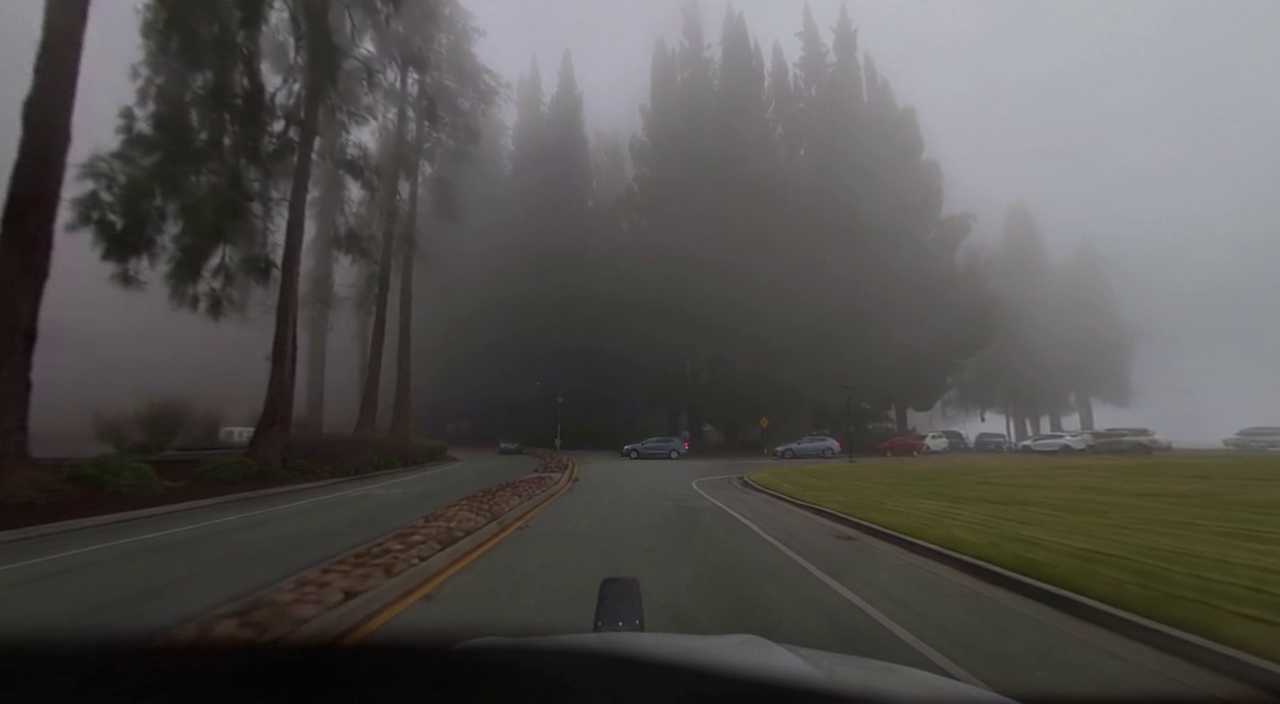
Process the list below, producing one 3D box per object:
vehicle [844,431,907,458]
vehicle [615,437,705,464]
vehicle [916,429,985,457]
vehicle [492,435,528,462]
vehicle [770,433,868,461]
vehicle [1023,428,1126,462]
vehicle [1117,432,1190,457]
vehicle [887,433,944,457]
[{"bbox_3d":[15.444,6.097,41.765,2.073,1.642,4.468,0,-8,-6],"label":"vehicle"},{"bbox_3d":[1.159,5.867,37.612,4.890,1.478,2.253,-6,-10,32],"label":"vehicle"},{"bbox_3d":[20.671,6.111,42.318,2.023,1.736,4.227,1,-8,-8],"label":"vehicle"},{"bbox_3d":[-9.263,6.916,45.480,2.100,1.771,4.463,0,-8,-6],"label":"vehicle"},{"bbox_3d":[10.027,5.358,35.655,4.870,1.507,2.073,0,-8,0],"label":"vehicle"},{"bbox_3d":[21.114,4.542,30.744,3.830,1.429,1.890,4,-10,-10],"label":"vehicle"},{"bbox_3d":[36.077,6.497,44.502,1.790,1.665,3.807,1,-8,-4],"label":"vehicle"},{"bbox_3d":[17.944,6.080,41.356,1.673,1.436,3.700,1,-8,-8],"label":"vehicle"}]
